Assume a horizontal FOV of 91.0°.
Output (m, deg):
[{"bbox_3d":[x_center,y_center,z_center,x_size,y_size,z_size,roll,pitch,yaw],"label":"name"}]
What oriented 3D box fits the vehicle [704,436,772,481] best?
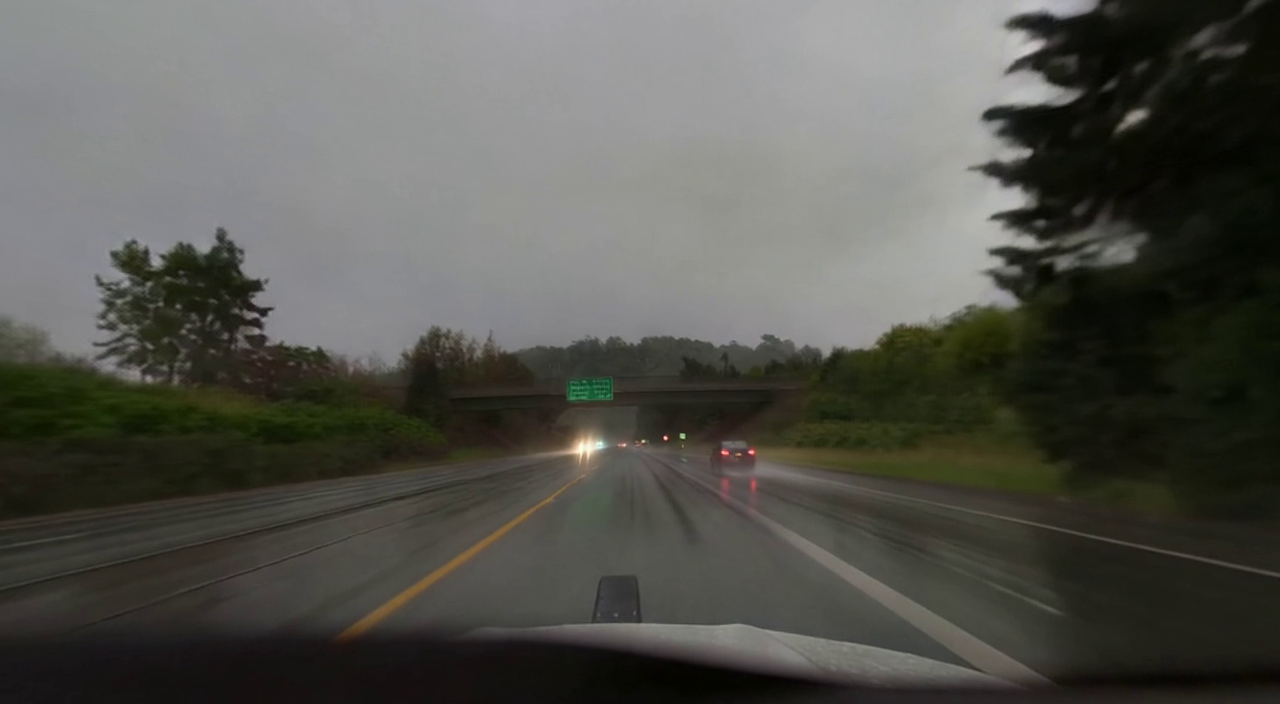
[{"bbox_3d":[3.463,3.815,22.895,1.781,1.470,3.540,0,-8,-2],"label":"vehicle"}]
